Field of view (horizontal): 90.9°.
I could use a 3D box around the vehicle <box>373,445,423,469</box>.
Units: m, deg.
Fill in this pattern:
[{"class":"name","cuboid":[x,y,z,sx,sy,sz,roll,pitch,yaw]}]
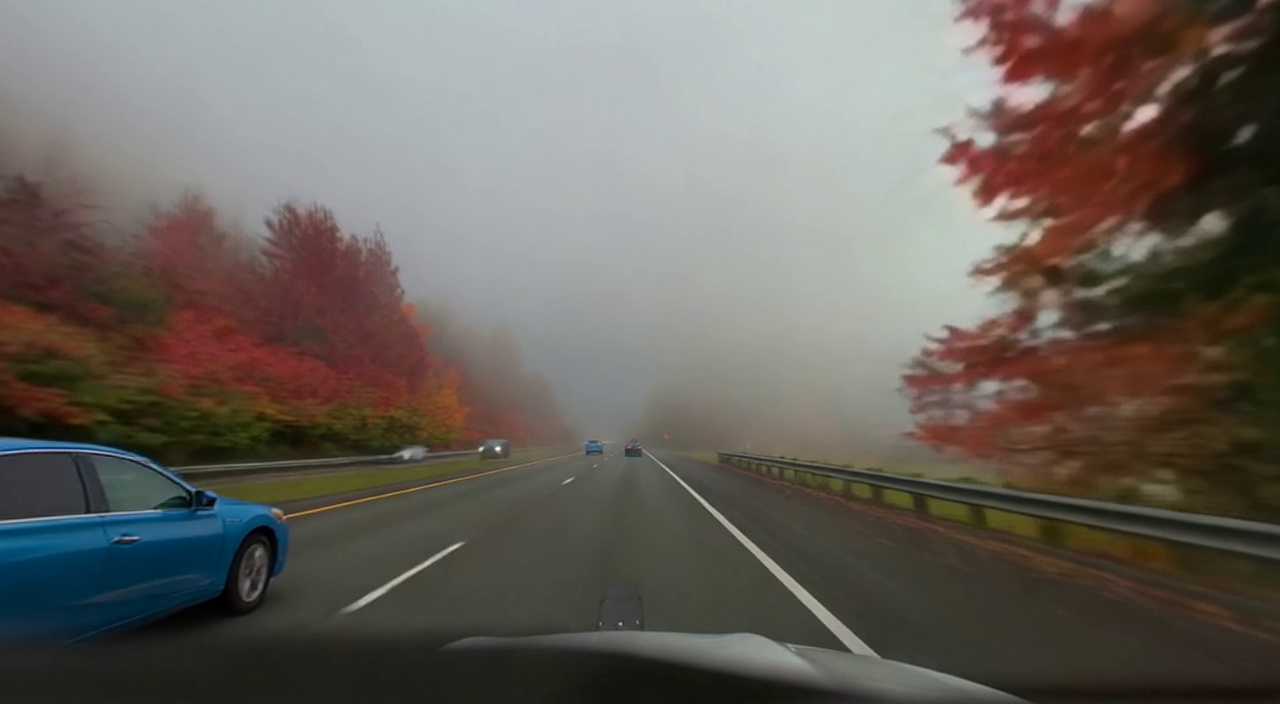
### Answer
[{"class":"vehicle","cuboid":[-15.923,6.892,41.617,1.757,1.474,3.876,0,-8,0]}]
